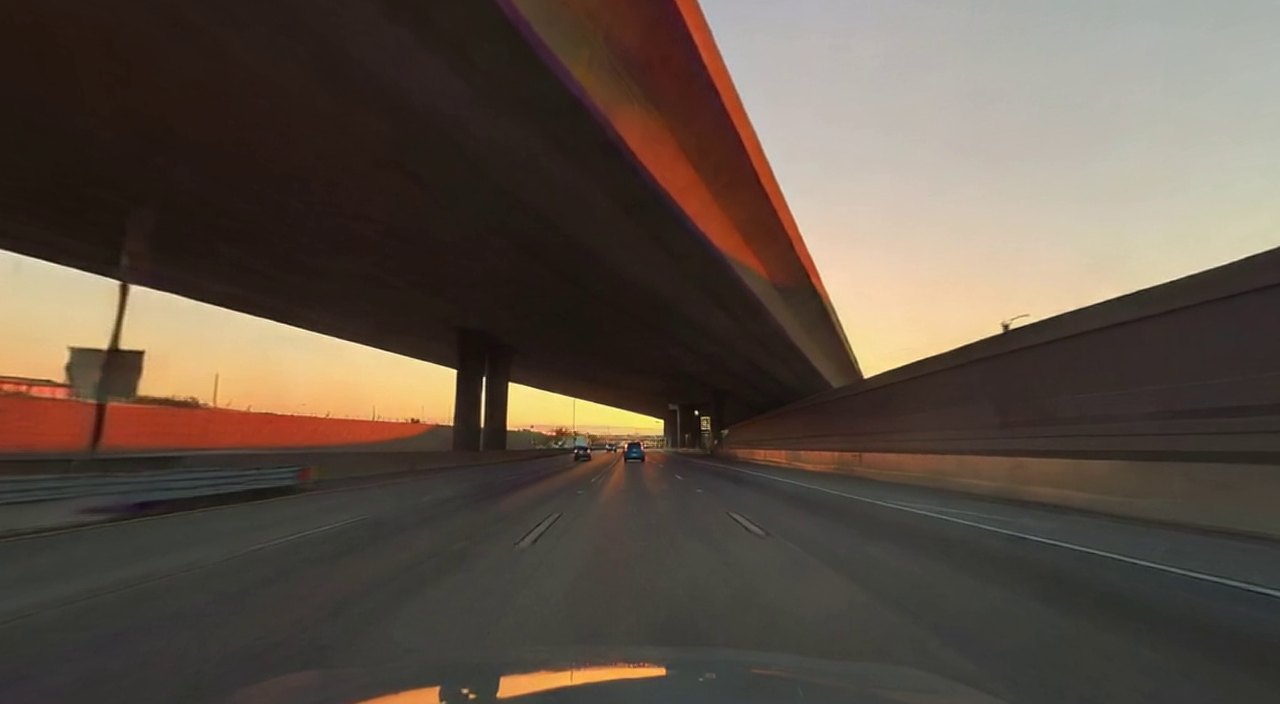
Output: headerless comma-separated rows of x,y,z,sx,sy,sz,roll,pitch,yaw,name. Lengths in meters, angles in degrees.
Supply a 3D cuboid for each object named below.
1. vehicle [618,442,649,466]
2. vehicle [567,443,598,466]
-0.513,7.352,45.653,2.132,1.657,3.967,0,-8,-2,vehicle
-4.337,7.800,48.192,2.000,1.646,4.201,0,-8,-1,vehicle
